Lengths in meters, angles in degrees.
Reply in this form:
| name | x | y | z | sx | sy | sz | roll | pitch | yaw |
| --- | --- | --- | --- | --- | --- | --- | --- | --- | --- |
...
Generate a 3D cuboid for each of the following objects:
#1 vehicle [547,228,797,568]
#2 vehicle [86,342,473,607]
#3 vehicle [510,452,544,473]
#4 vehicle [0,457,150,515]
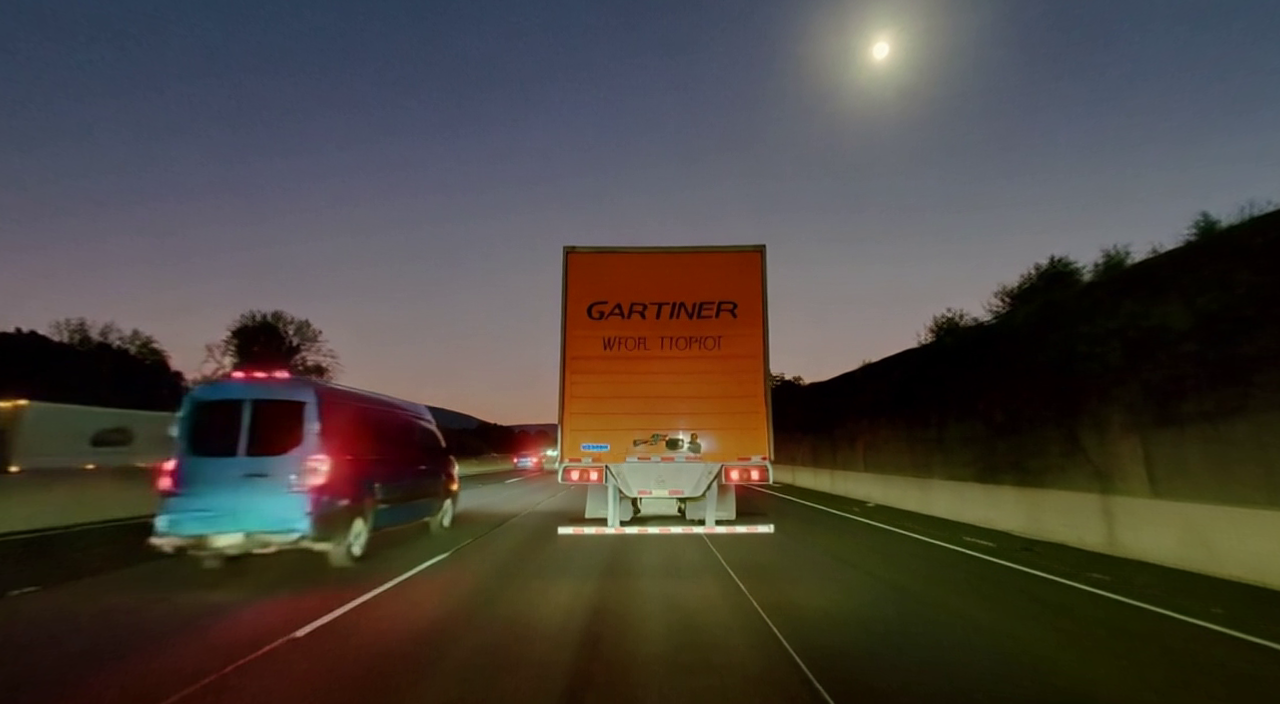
| name | x | y | z | sx | sy | sz | roll | pitch | yaw |
| --- | --- | --- | --- | --- | --- | --- | --- | --- | --- |
| vehicle | 0.427 | 1.294 | 12.725 | 2.853 | 4.054 | 10.557 | 0 | -9 | 1 |
| vehicle | -4.115 | 1.554 | 8.681 | 2.208 | 2.522 | 5.187 | 0 | -9 | -1 |
| vehicle | -8.242 | 8.048 | 46.169 | 1.828 | 1.502 | 3.385 | 0 | -9 | 1 |
| vehicle | -17.087 | 3.845 | 18.535 | 1.878 | 1.441 | 4.330 | 0 | -9 | 0 |
